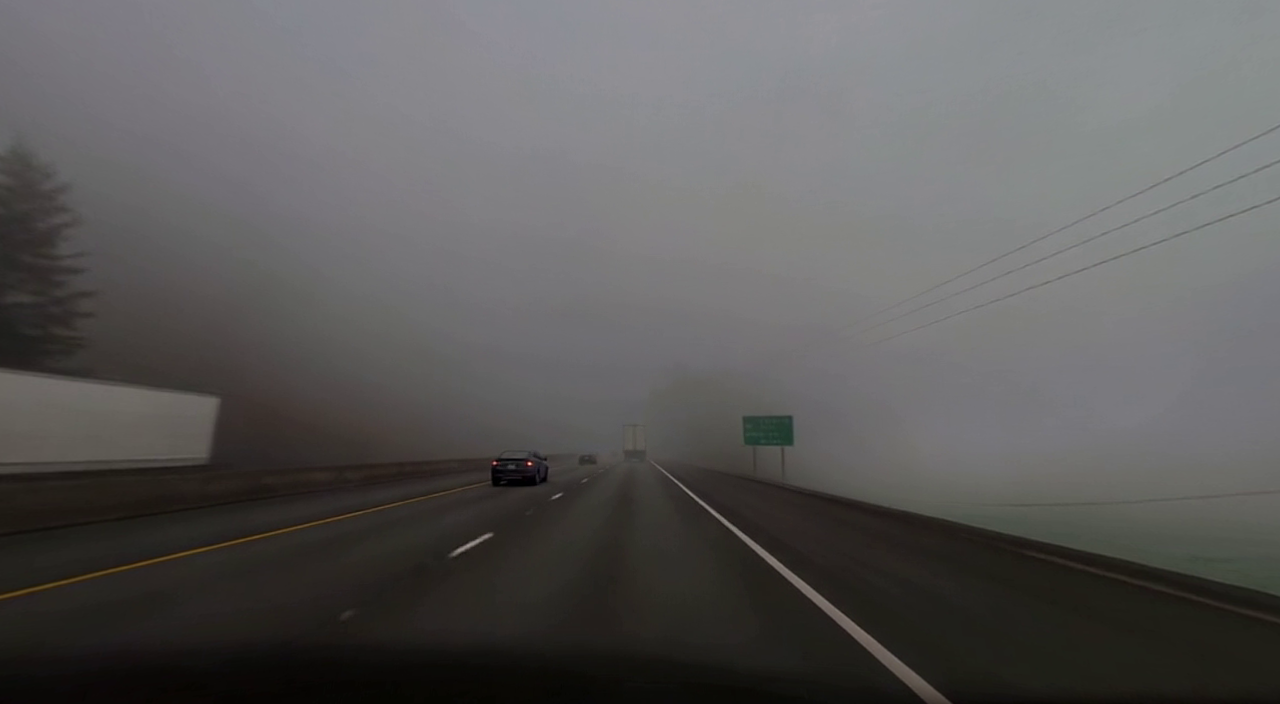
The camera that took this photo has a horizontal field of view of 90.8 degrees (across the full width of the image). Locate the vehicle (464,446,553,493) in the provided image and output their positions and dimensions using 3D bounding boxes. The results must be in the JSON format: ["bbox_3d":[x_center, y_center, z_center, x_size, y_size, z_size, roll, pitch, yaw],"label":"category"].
[{"bbox_3d":[-4.401,4.025,21.881,2.106,1.445,4.404,0,-9,0],"label":"vehicle"}]

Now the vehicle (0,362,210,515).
[{"bbox_3d":[-18.214,2.462,17.705,2.907,3.949,13.475,0,-9,-1],"label":"vehicle"}]
